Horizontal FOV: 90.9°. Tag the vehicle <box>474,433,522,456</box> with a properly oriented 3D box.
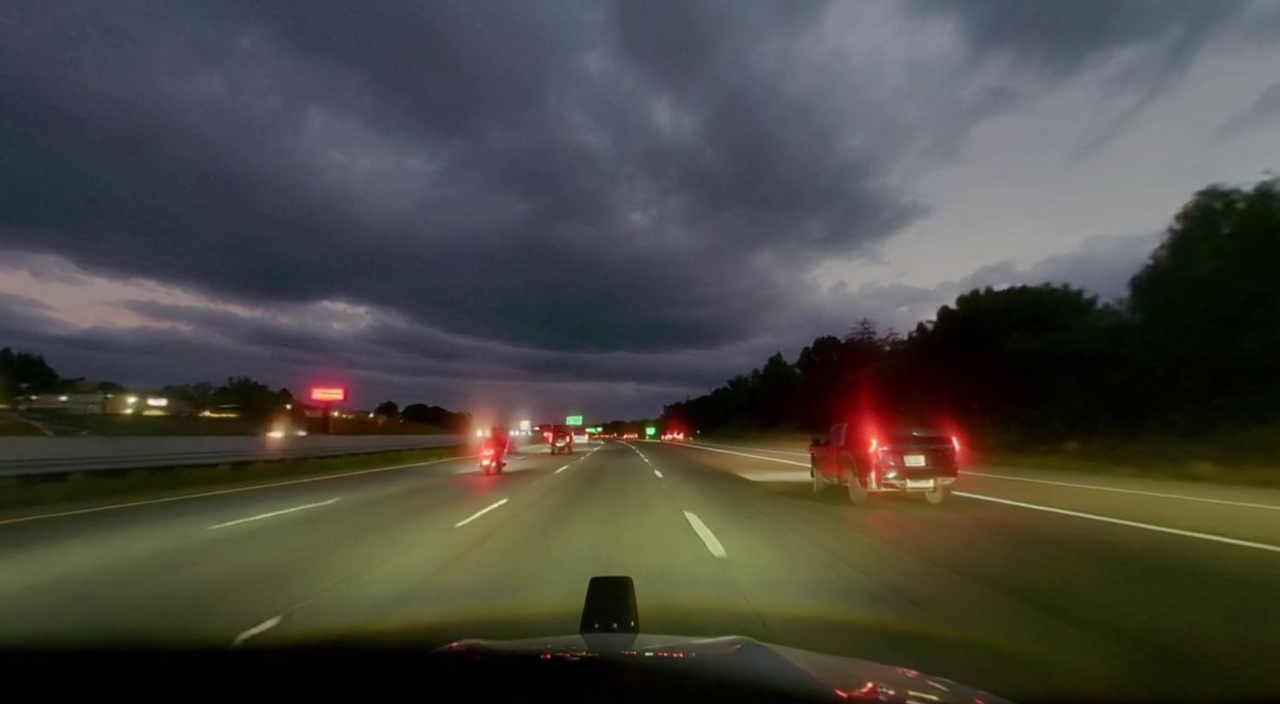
[{"bbox_3d":[-9.152,5.998,41.010,2.053,1.409,4.704,0,-7,0],"label":"vehicle"}]

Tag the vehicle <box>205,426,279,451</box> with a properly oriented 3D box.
[{"bbox_3d":[-24.602,5.368,39.145,1.849,1.465,4.363,0,-7,-2],"label":"vehicle"}]
